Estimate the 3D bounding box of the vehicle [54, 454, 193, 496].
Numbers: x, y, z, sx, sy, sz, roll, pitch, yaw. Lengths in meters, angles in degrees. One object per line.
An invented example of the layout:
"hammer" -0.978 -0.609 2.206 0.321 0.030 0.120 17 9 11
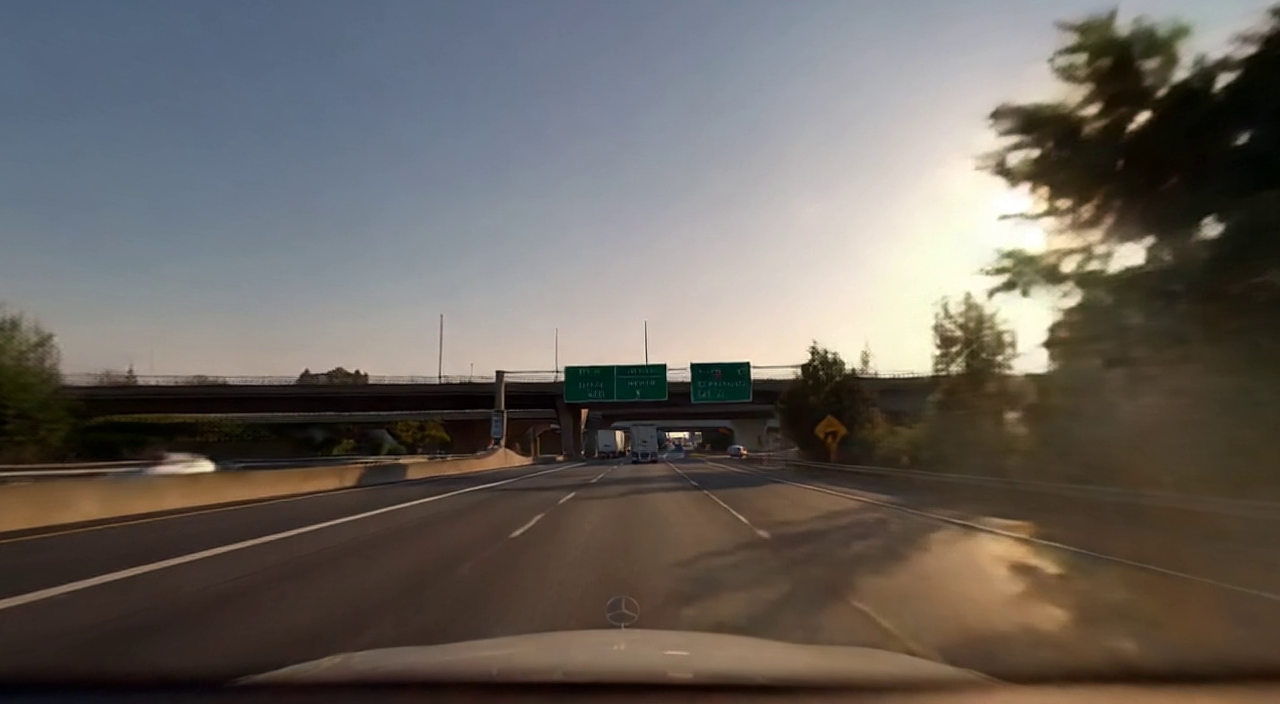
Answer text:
"vehicle" -20.119 4.778 24.865 1.827 1.461 4.227 0 -9 1
